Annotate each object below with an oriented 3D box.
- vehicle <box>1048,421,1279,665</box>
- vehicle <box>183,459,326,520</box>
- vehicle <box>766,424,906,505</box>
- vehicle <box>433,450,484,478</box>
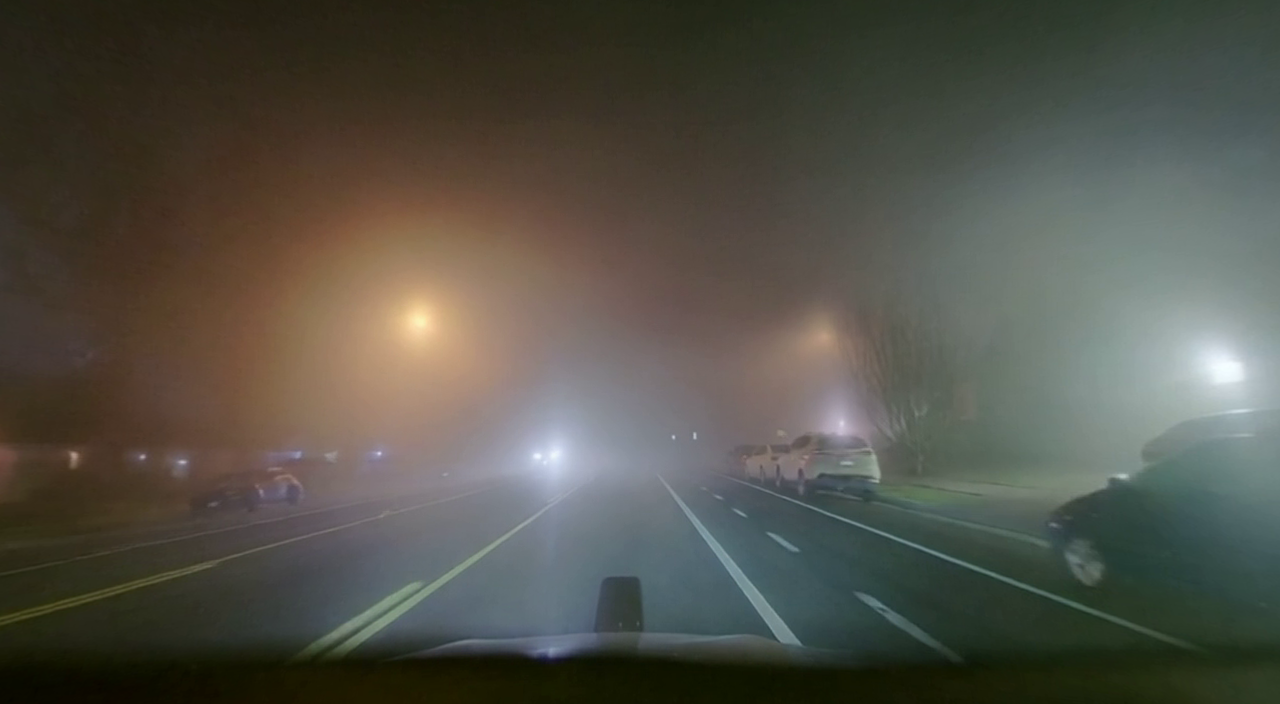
[{"bbox_3d":[4.917,1.113,3.531,2.031,1.473,4.784,0,-9,-1],"label":"vehicle"},{"bbox_3d":[-12.579,4.460,20.988,1.972,1.475,4.503,-6,-9,-1],"label":"vehicle"},{"bbox_3d":[4.626,2.746,15.787,1.919,1.698,4.747,0,-9,0],"label":"vehicle"},{"bbox_3d":[-12.804,7.913,44.917,2.128,1.768,5.306,0,-9,0],"label":"vehicle"}]
